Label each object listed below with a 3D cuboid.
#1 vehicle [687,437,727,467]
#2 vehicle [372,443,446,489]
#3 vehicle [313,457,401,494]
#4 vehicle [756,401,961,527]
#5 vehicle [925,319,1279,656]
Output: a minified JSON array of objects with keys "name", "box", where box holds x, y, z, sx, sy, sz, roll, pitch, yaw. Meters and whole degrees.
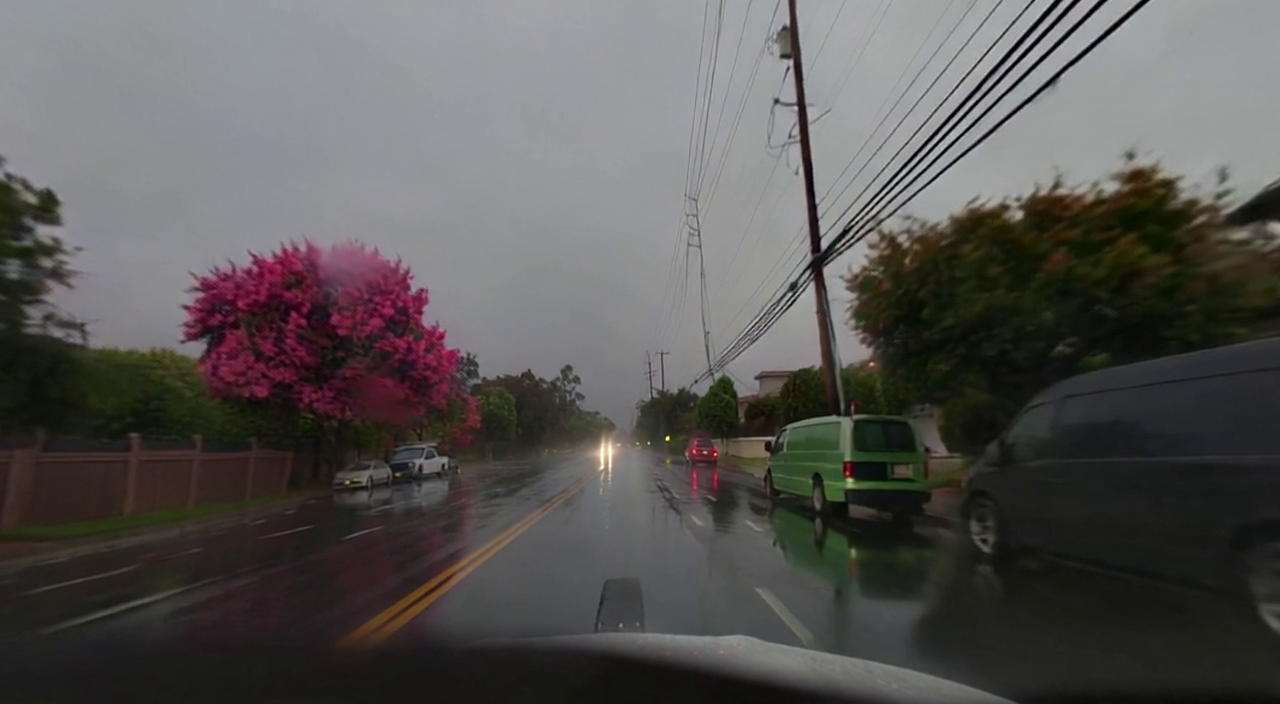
[{"name":"vehicle","box":[4.741,7.135,45.311,2.238,1.995,5.491,0,-9,0]},{"name":"vehicle","box":[-13.529,6.644,37.413,2.331,2.265,5.888,-2,-7,-1]},{"name":"vehicle","box":[-13.544,5.900,30.590,2.041,1.573,4.575,0,-9,1]},{"name":"vehicle","box":[4.552,2.539,14.901,2.578,2.248,7.011,-1,-9,2]},{"name":"vehicle","box":[5.246,1.110,5.620,2.335,2.193,5.656,1,-9,-5]}]
